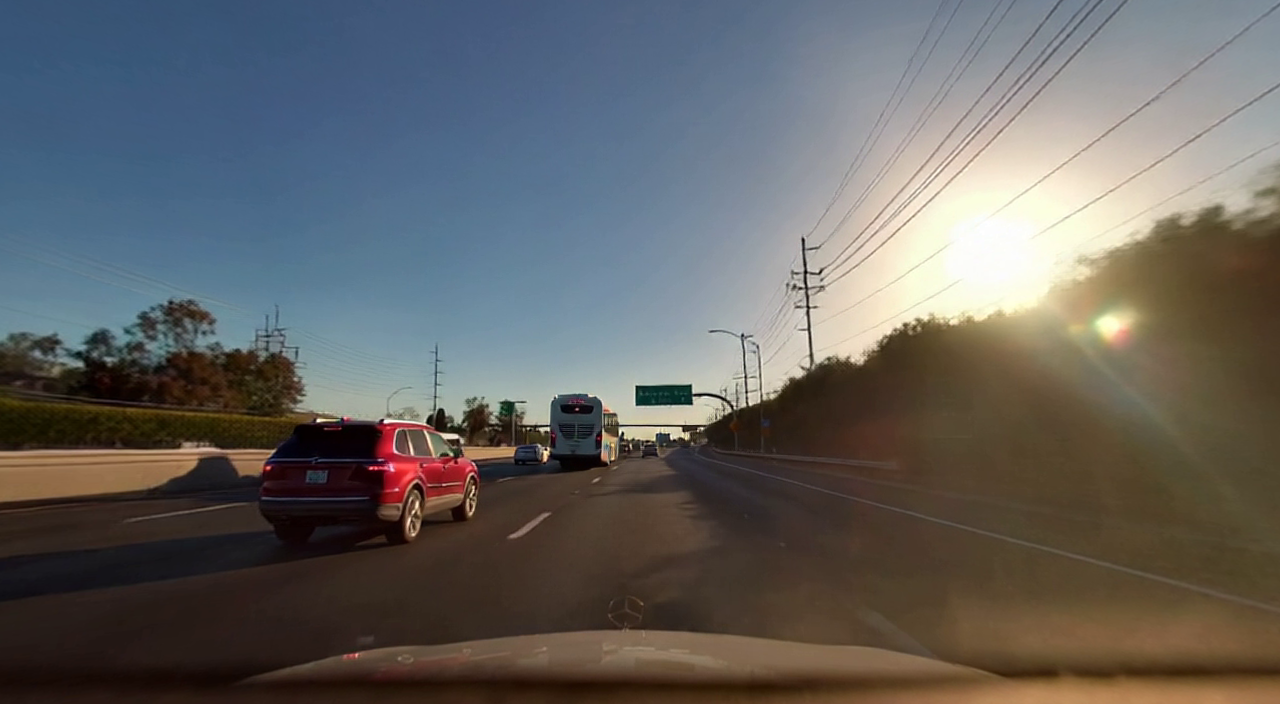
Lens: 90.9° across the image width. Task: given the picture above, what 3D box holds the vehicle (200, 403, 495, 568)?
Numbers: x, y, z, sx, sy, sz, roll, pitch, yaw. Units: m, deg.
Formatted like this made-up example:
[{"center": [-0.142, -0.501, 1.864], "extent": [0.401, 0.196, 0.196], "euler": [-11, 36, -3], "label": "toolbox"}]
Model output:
[{"center": [-3.607, 1.731, 8.872], "extent": [2.021, 1.730, 4.223], "euler": [0, -8, 1], "label": "vehicle"}]

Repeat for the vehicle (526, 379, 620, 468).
[{"center": [-3.033, 3.987, 32.951], "extent": [3.382, 3.712, 11.766], "euler": [2, -9, 1], "label": "vehicle"}]
